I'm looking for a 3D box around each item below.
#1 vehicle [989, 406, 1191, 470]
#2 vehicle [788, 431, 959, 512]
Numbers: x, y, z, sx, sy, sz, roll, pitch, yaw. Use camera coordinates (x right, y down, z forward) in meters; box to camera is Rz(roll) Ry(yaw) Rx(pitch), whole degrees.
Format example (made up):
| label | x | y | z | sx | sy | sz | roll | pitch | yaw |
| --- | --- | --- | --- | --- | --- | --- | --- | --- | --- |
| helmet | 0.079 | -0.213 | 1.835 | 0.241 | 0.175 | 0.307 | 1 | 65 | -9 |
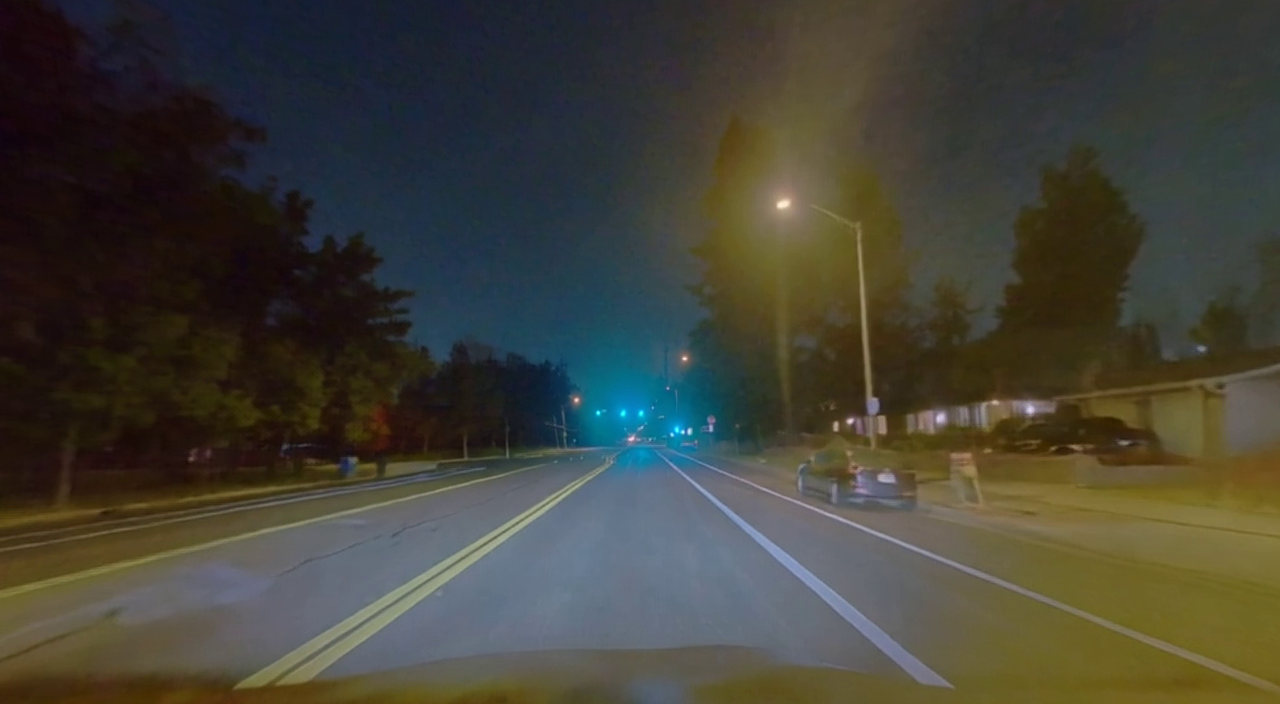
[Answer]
| label | x | y | z | sx | sy | sz | roll | pitch | yaw |
| --- | --- | --- | --- | --- | --- | --- | --- | --- | --- |
| vehicle | 13.257 | 2.569 | 18.883 | 4.283 | 1.750 | 2.227 | 0 | -8 | 5 |
| vehicle | 4.895 | 2.554 | 14.142 | 1.995 | 1.472 | 4.884 | 0 | -8 | 0 |
